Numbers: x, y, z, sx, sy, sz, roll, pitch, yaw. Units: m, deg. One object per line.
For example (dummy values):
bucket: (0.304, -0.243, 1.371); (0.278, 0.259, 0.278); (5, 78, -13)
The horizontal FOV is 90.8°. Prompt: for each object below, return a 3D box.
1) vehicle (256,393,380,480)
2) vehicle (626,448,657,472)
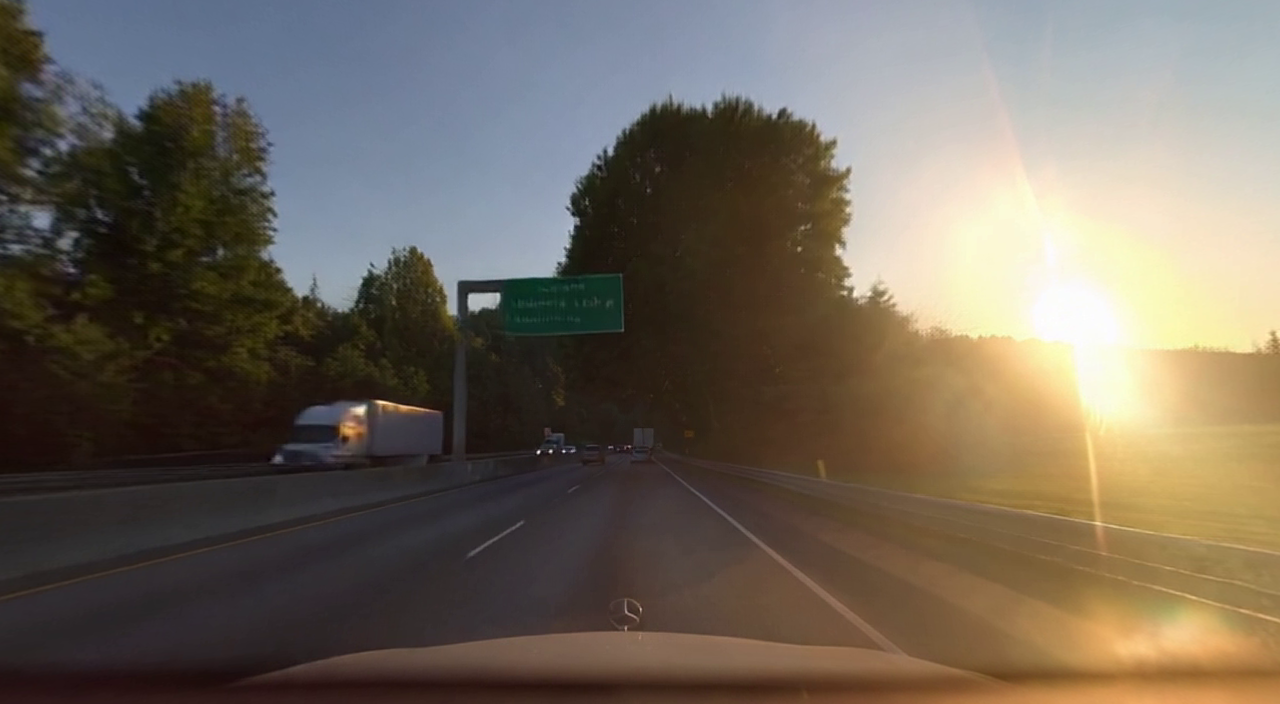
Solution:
vehicle: (-15.860, 4.294, 31.678); (2.967, 3.966, 5.856); (0, -9, 0)
vehicle: (0.085, 6.731, 39.483); (1.853, 1.436, 3.438); (0, -9, 0)
